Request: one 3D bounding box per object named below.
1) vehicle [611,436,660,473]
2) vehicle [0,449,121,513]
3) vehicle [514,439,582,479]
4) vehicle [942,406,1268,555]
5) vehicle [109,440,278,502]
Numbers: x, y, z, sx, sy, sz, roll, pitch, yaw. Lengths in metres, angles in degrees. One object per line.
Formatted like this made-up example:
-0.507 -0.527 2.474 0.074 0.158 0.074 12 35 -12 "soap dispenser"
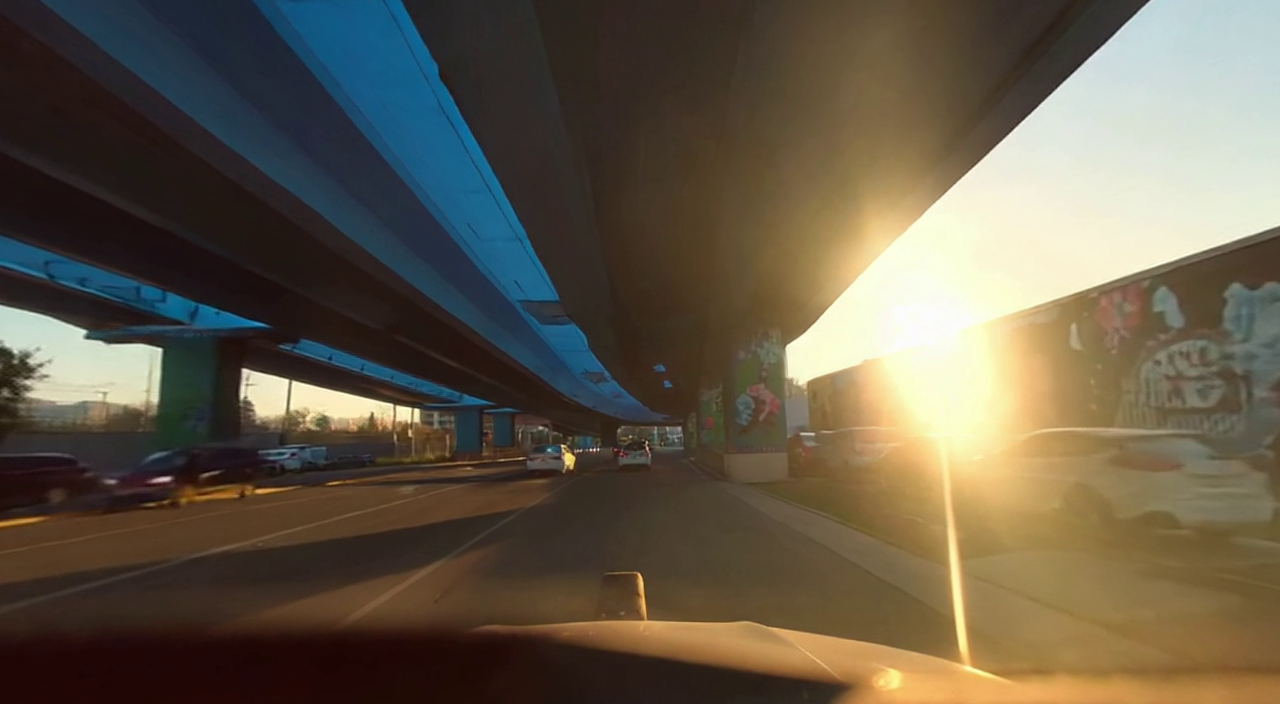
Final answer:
-0.196 4.813 29.874 2.155 1.571 3.734 0 -8 1 "vehicle"
-17.750 3.609 18.010 2.056 1.643 4.362 -1 -8 2 "vehicle"
-3.807 4.518 27.059 2.024 1.533 4.549 -1 -8 3 "vehicle"
6.439 1.801 9.490 1.940 1.738 3.956 -1 -8 2 "vehicle"
-13.993 3.716 20.243 2.069 1.728 4.567 0 -8 0 "vehicle"
